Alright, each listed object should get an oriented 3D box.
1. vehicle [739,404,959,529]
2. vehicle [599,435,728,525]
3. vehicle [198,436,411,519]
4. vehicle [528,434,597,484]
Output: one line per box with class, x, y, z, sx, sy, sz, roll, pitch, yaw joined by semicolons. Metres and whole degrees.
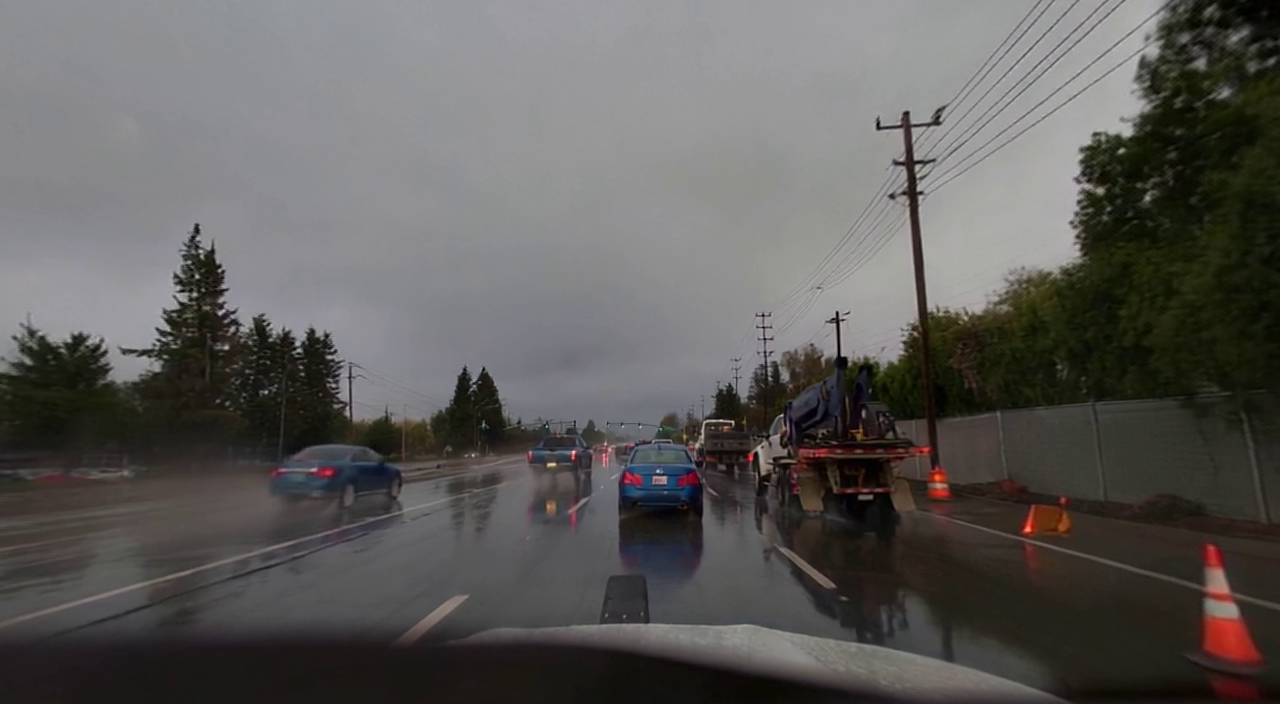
vehicle;3.908;2.333;13.479;2.555;2.017;6.201;0;-8;0
vehicle;0.418;2.440;12.656;2.128;1.473;4.272;0;-8;1
vehicle;-7.041;2.668;14.026;2.018;1.490;4.926;0;-8;0
vehicle;-2.867;4.055;24.184;1.989;1.729;4.184;0;-8;2
